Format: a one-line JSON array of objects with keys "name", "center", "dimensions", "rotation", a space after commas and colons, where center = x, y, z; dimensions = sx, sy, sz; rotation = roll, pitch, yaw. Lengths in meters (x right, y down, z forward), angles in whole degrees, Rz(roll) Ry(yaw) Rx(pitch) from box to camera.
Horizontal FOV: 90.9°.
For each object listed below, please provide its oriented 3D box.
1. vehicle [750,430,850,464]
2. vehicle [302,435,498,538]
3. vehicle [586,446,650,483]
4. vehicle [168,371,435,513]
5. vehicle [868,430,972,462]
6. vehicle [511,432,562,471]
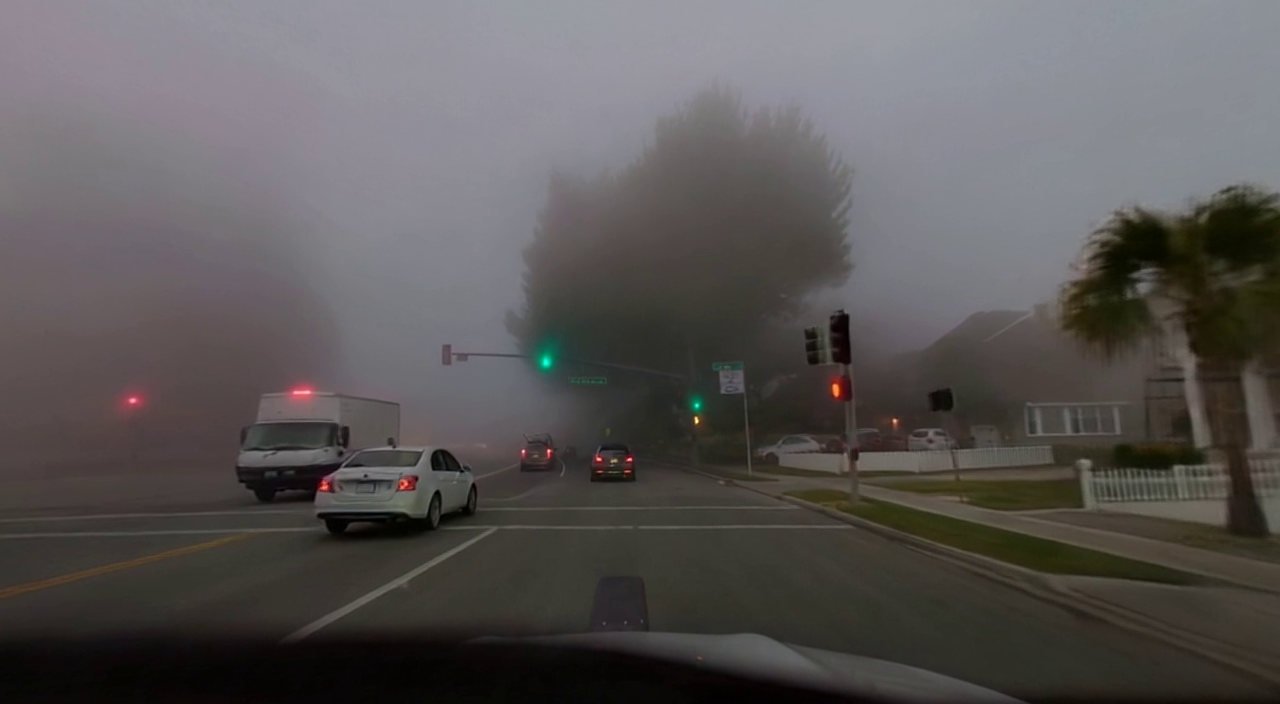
[{"name": "vehicle", "center": [8.601, 5.117, 34.026], "dimensions": [4.742, 1.690, 2.218], "rotation": [2, -9, -18]}, {"name": "vehicle", "center": [-3.925, 2.252, 11.212], "dimensions": [1.709, 1.425, 4.337], "rotation": [-1, -9, 1]}, {"name": "vehicle", "center": [-0.841, 4.093, 23.299], "dimensions": [2.131, 1.222, 3.868], "rotation": [0, -9, -3]}, {"name": "vehicle", "center": [-7.645, 2.228, 15.603], "dimensions": [2.821, 2.701, 6.721], "rotation": [-1, -8, 0]}, {"name": "vehicle", "center": [14.565, 4.881, 32.836], "dimensions": [4.615, 1.555, 2.021], "rotation": [2, -9, -15]}, {"name": "vehicle", "center": [-5.368, 5.247, 33.304], "dimensions": [2.032, 1.852, 4.571], "rotation": [-1, -8, -2]}]
